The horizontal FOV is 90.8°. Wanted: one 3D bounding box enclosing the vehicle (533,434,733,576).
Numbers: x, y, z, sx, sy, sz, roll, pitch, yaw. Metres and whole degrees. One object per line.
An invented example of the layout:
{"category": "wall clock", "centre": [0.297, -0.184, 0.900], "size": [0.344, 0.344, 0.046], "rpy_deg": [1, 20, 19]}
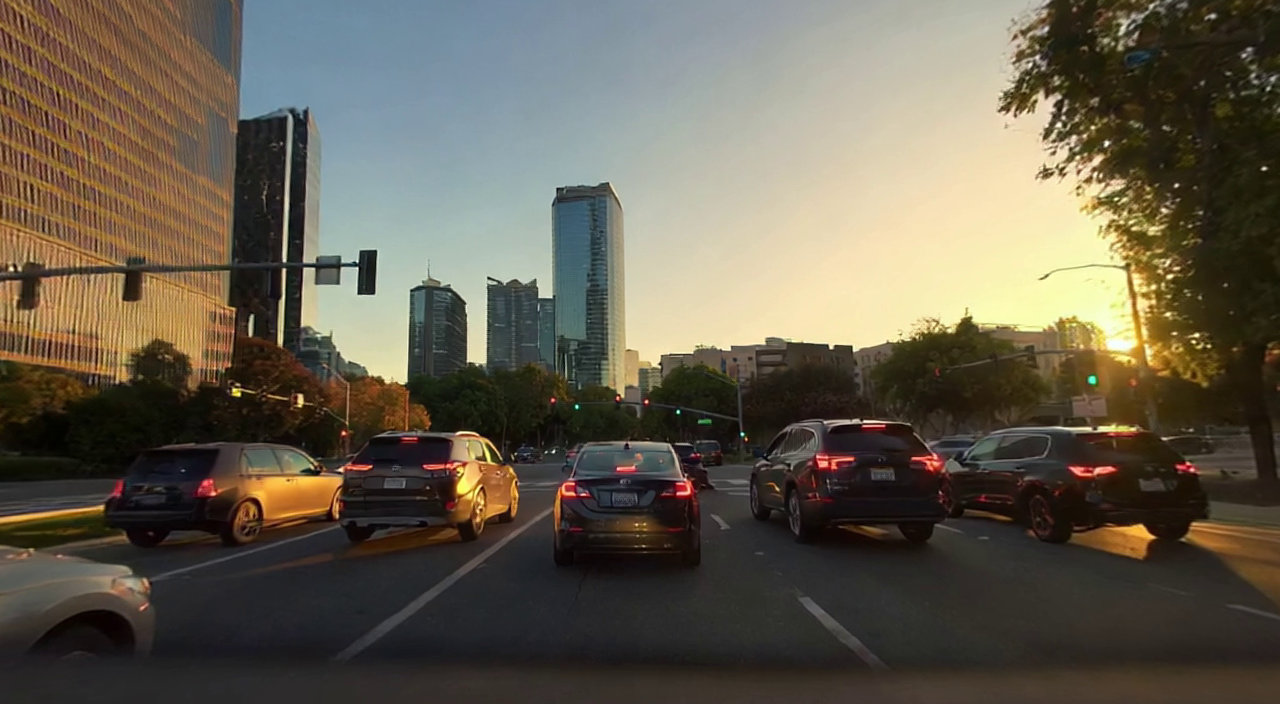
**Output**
{"category": "vehicle", "centre": [-0.106, 1.908, 8.677], "size": [2.098, 1.461, 3.958], "rpy_deg": [0, -8, -1]}

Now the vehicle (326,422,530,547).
{"category": "vehicle", "centre": [-3.320, 2.156, 10.955], "size": [2.033, 1.714, 4.278], "rpy_deg": [0, -8, 0]}

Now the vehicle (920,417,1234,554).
{"category": "vehicle", "centre": [6.468, 1.999, 10.123], "size": [1.945, 1.706, 4.190], "rpy_deg": [0, -8, -1]}

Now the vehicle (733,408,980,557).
{"category": "vehicle", "centre": [2.954, 1.897, 9.898], "size": [2.138, 1.778, 4.422], "rpy_deg": [0, -8, -2]}

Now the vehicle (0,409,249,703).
{"category": "vehicle", "centre": [-3.168, 0.789, 1.165], "size": [2.045, 1.463, 4.490], "rpy_deg": [0, -8, 0]}
